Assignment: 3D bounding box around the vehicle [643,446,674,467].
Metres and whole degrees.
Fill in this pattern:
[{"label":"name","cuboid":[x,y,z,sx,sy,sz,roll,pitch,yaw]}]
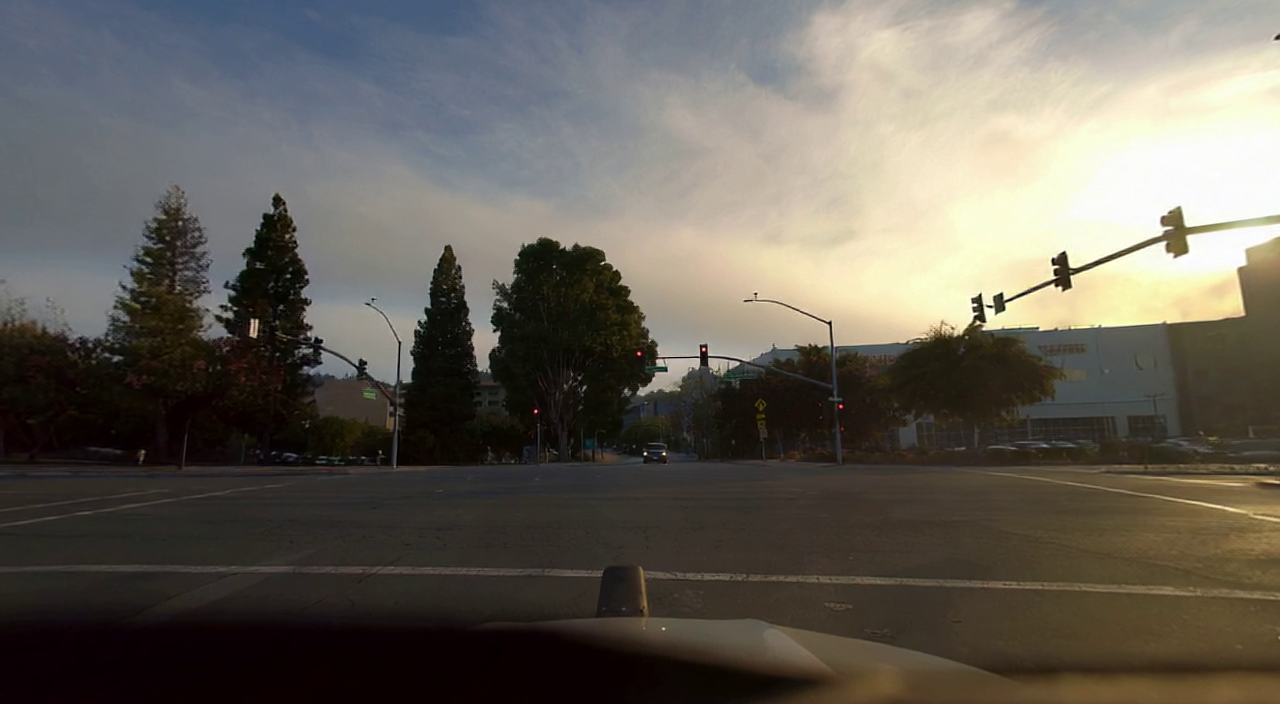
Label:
[{"label":"vehicle","cuboid":[1.299,7.643,46.455,2.132,1.449,4.235,0,-9,0]}]
